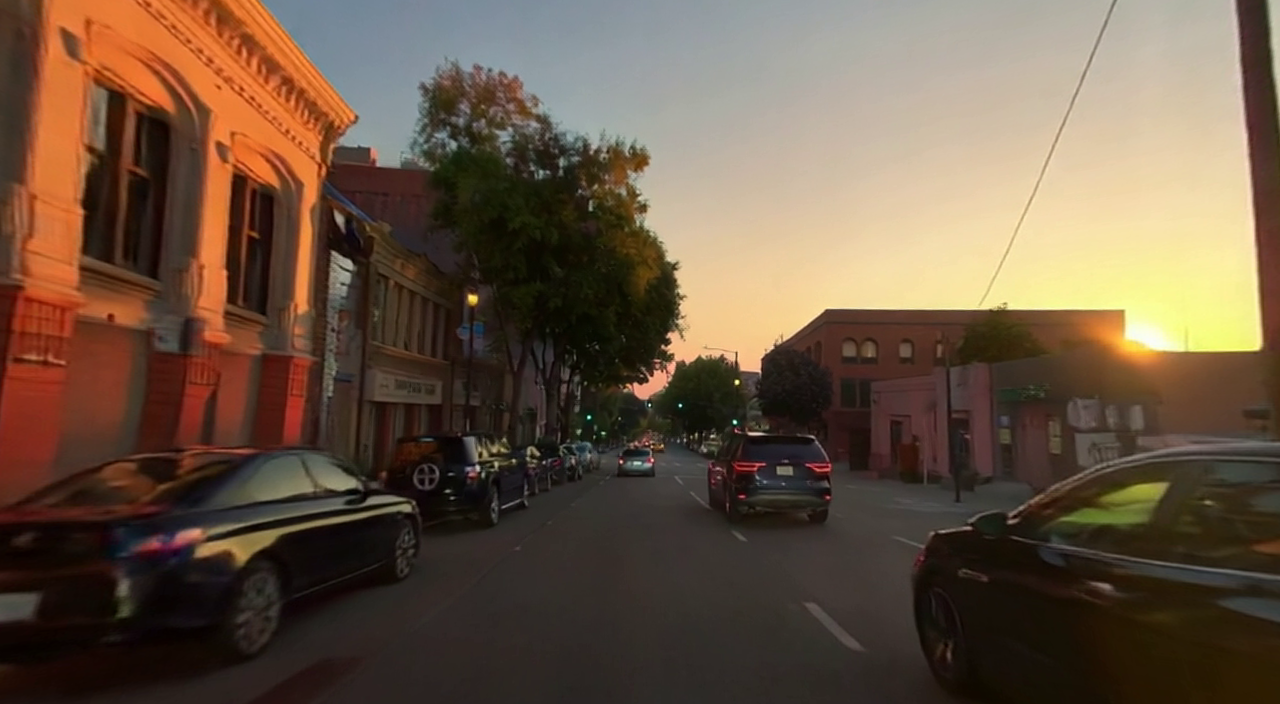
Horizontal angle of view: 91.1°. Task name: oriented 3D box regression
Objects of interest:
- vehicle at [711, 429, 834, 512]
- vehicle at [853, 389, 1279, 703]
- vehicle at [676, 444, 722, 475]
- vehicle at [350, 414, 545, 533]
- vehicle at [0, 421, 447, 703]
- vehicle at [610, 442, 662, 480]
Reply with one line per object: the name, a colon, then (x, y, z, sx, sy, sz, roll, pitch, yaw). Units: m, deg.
vehicle: (3.008, 2.808, 15.350, 2.002, 1.707, 4.547, 0, -9, 0)
vehicle: (2.467, 0.907, 1.849, 2.080, 1.495, 4.591, 0, -9, 0)
vehicle: (3.022, 5.619, 33.080, 1.966, 1.475, 4.528, 0, -9, 0)
vehicle: (-3.412, 2.298, 12.522, 2.142, 1.832, 5.373, 0, -9, 1)
vehicle: (-3.446, 1.418, 5.285, 1.972, 1.471, 4.795, 0, -9, 2)
vehicle: (-0.142, 4.537, 26.379, 2.007, 1.460, 3.923, 0, -9, 0)
